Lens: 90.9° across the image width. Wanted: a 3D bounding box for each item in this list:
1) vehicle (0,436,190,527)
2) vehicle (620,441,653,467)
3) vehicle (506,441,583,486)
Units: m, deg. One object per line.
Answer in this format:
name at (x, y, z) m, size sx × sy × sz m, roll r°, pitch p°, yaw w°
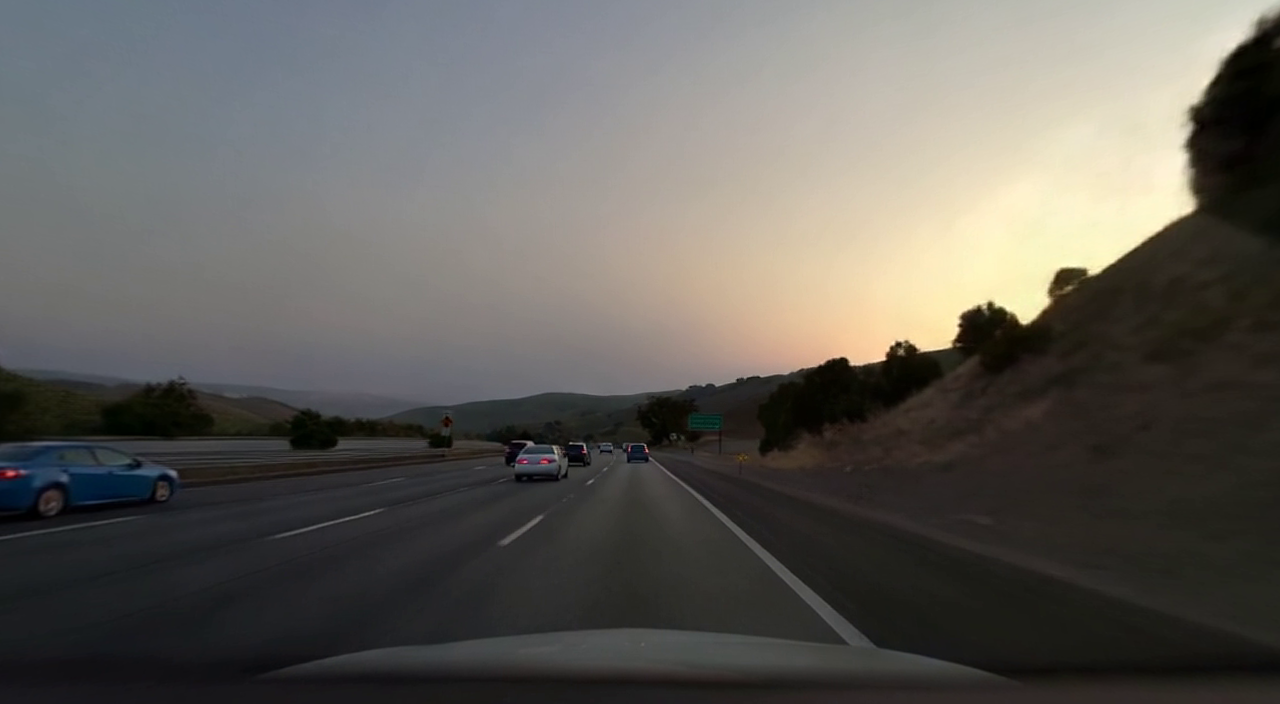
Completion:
vehicle at (-11.410, 2.373, 12.043) m, size 1.945 × 1.466 × 4.947 m, roll 0°, pitch -8°, yaw 1°
vehicle at (-0.252, 7.025, 43.526) m, size 2.138 × 1.674 × 4.044 m, roll 0°, pitch -8°, yaw -1°
vehicle at (-3.432, 4.119, 23.732) m, size 2.080 × 1.505 × 4.649 m, roll 0°, pitch -8°, yaw 1°
